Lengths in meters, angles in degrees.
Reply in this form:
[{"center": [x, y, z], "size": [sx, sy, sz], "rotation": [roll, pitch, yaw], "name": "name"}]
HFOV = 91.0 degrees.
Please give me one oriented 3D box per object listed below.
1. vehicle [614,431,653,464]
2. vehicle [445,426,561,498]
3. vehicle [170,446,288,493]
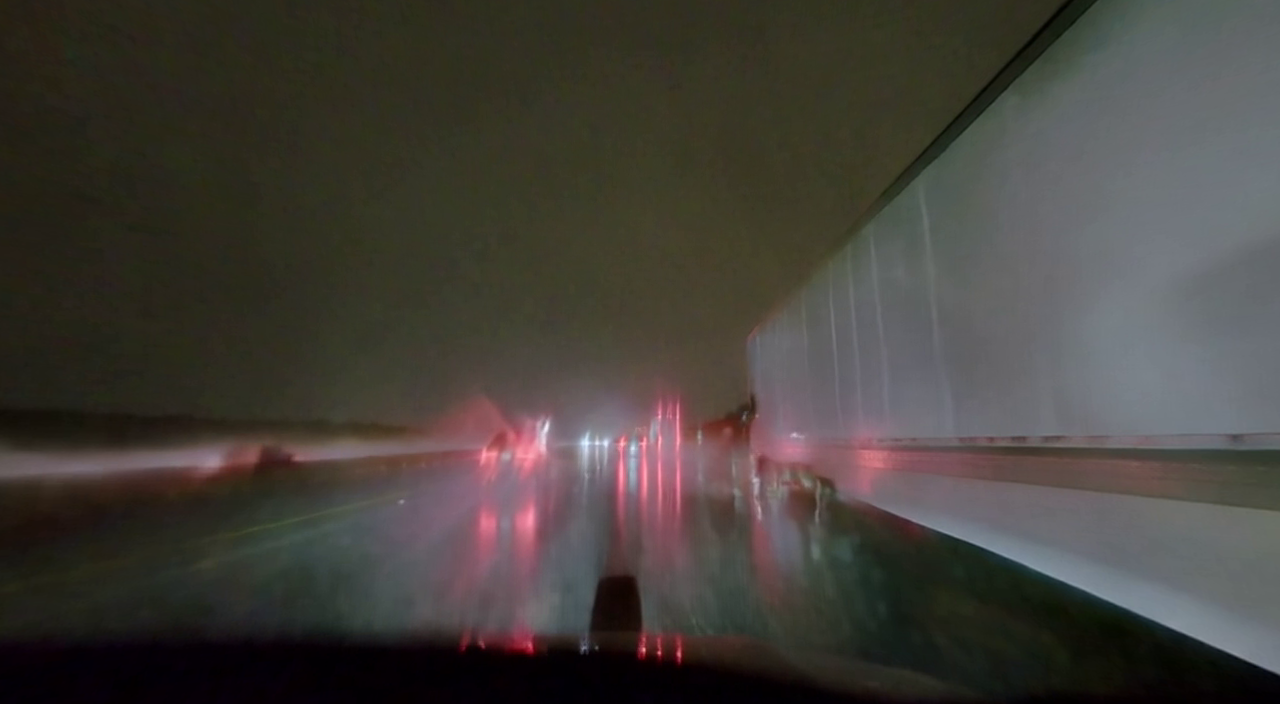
[{"center": [-0.462, 6.397, 42.252], "size": [2.456, 2.007, 4.728], "rotation": [0, -8, -2], "name": "vehicle"}, {"center": [-3.703, 3.060, 18.008], "size": [2.326, 1.761, 4.450], "rotation": [0, -8, 0], "name": "vehicle"}, {"center": [-18.011, 5.112, 27.908], "size": [2.099, 1.847, 4.724], "rotation": [0, -8, -1], "name": "vehicle"}]
